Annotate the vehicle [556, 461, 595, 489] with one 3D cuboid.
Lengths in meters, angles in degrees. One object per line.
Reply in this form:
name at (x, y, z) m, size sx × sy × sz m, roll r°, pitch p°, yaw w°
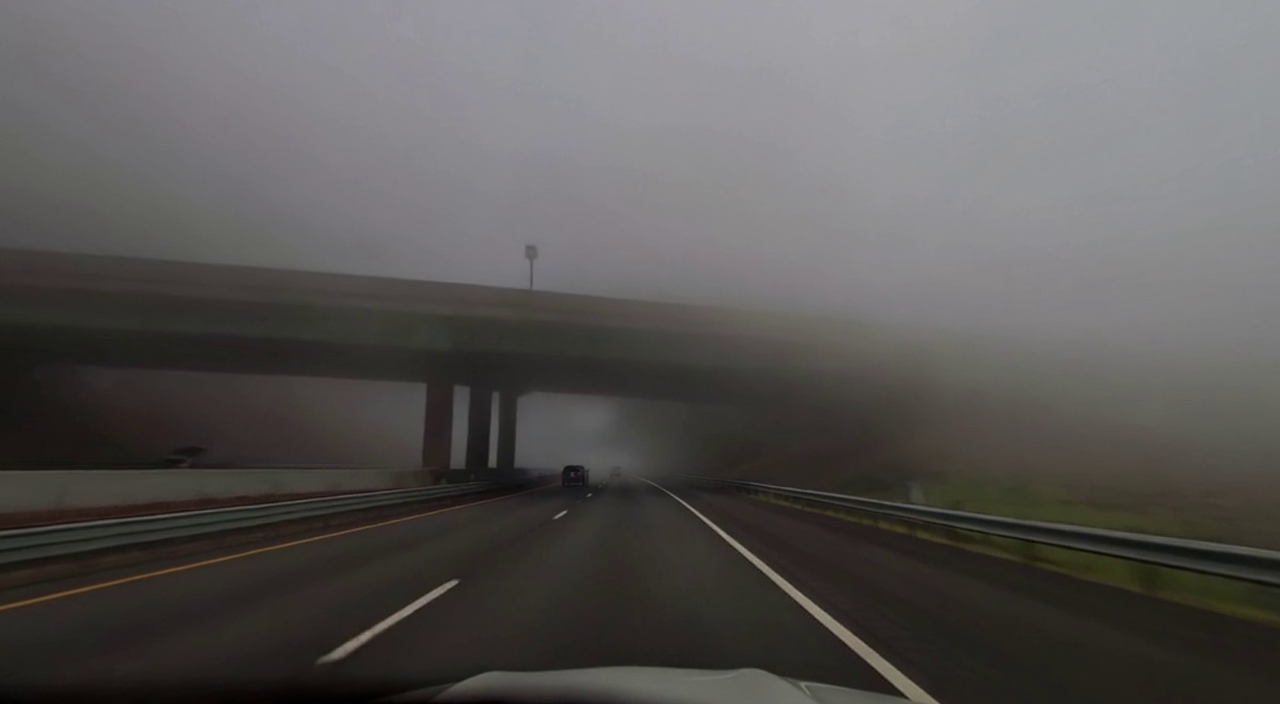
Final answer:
vehicle at (-4.452, 8.607, 44.126) m, size 2.286 × 1.757 × 5.057 m, roll 1°, pitch -11°, yaw -1°
